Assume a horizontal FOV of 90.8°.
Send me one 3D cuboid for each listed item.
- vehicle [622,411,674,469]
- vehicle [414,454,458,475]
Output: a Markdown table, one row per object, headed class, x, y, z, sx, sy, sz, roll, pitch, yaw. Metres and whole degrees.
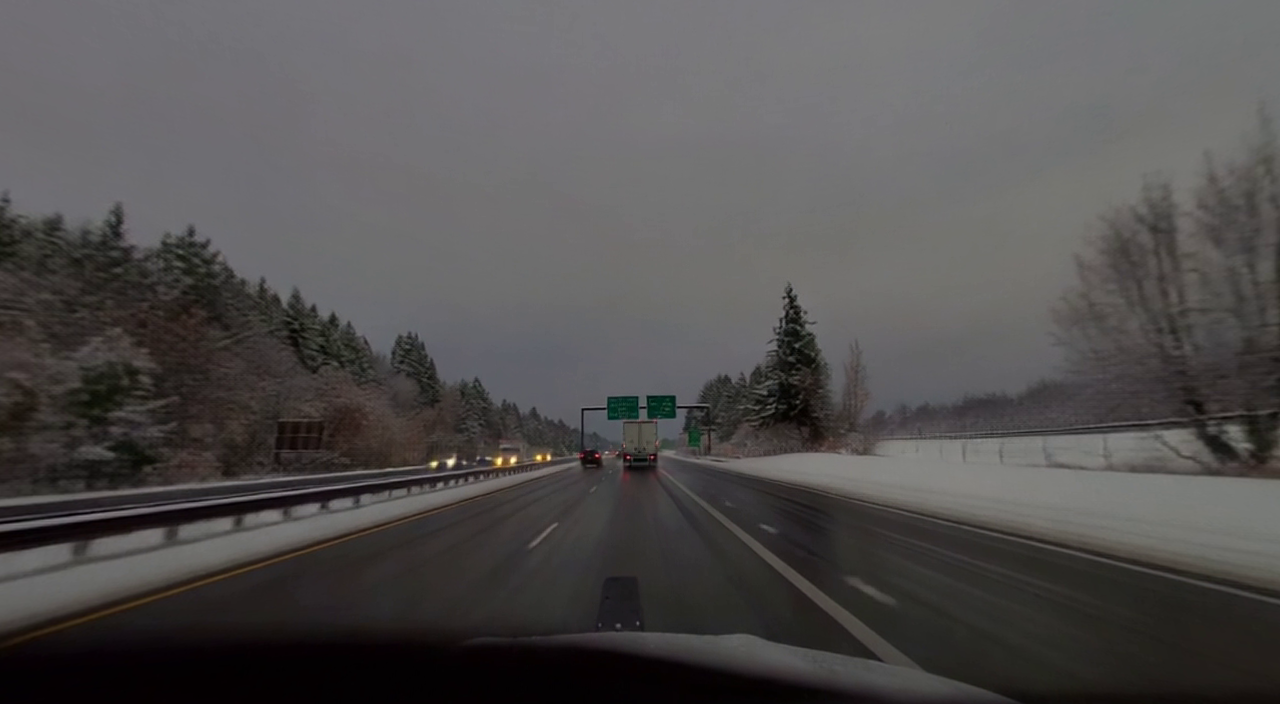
| class | x | y | z | sx | sy | sz | roll | pitch | yaw |
| --- | --- | --- | --- | --- | --- | --- | --- | --- | --- |
| vehicle | 0.338 | 7.073 | 49.800 | 3.341 | 3.725 | 18.015 | 0 | -9 | -1 |
| vehicle | -15.217 | 8.361 | 47.235 | 1.788 | 1.457 | 4.431 | 0 | -9 | 0 |
